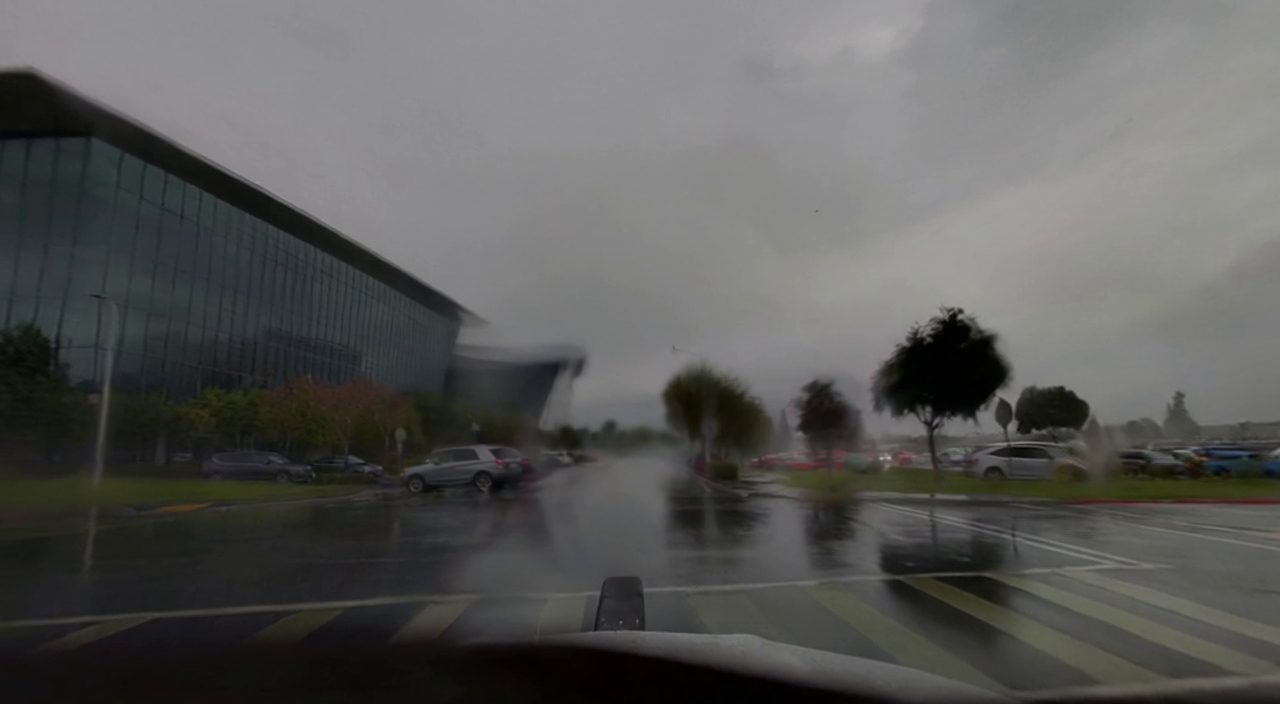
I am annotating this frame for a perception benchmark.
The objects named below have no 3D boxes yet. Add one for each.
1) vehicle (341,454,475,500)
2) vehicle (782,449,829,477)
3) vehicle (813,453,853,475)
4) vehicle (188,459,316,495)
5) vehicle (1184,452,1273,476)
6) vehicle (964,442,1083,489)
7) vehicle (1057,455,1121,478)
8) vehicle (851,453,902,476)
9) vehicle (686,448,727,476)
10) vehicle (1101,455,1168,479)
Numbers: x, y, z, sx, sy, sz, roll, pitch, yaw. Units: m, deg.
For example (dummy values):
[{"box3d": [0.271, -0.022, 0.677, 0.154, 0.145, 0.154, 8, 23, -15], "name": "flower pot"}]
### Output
[{"box3d": [-8.706, 4.643, 23.808, 4.442, 1.504, 1.809, 5, -10, -28], "name": "vehicle"}, {"box3d": [10.529, 7.097, 40.609, 1.936, 1.673, 4.305, 0, -8, 1], "name": "vehicle"}, {"box3d": [14.172, 8.200, 46.521, 1.935, 1.477, 3.719, 0, -8, 4], "name": "vehicle"}, {"box3d": [-16.661, 5.368, 27.271, 4.331, 1.437, 1.876, 0, -8, 3], "name": "vehicle"}, {"box3d": [36.976, 7.049, 39.843, 1.678, 1.423, 4.191, 0, -9, 2], "name": "vehicle"}, {"box3d": [16.484, 4.869, 27.555, 2.048, 1.852, 4.998, 0, -8, 0], "name": "vehicle"}, {"box3d": [28.286, 7.242, 39.927, 1.495, 1.371, 3.336, 0, -10, -2], "name": "vehicle"}, {"box3d": [17.077, 8.121, 45.837, 1.971, 1.478, 4.477, 0, -8, 1], "name": "vehicle"}, {"box3d": [4.559, 7.617, 44.137, 2.262, 1.794, 5.331, 0, -8, 0], "name": "vehicle"}, {"box3d": [31.221, 7.262, 39.991, 1.519, 1.371, 3.278, 0, -8, -1], "name": "vehicle"}]
